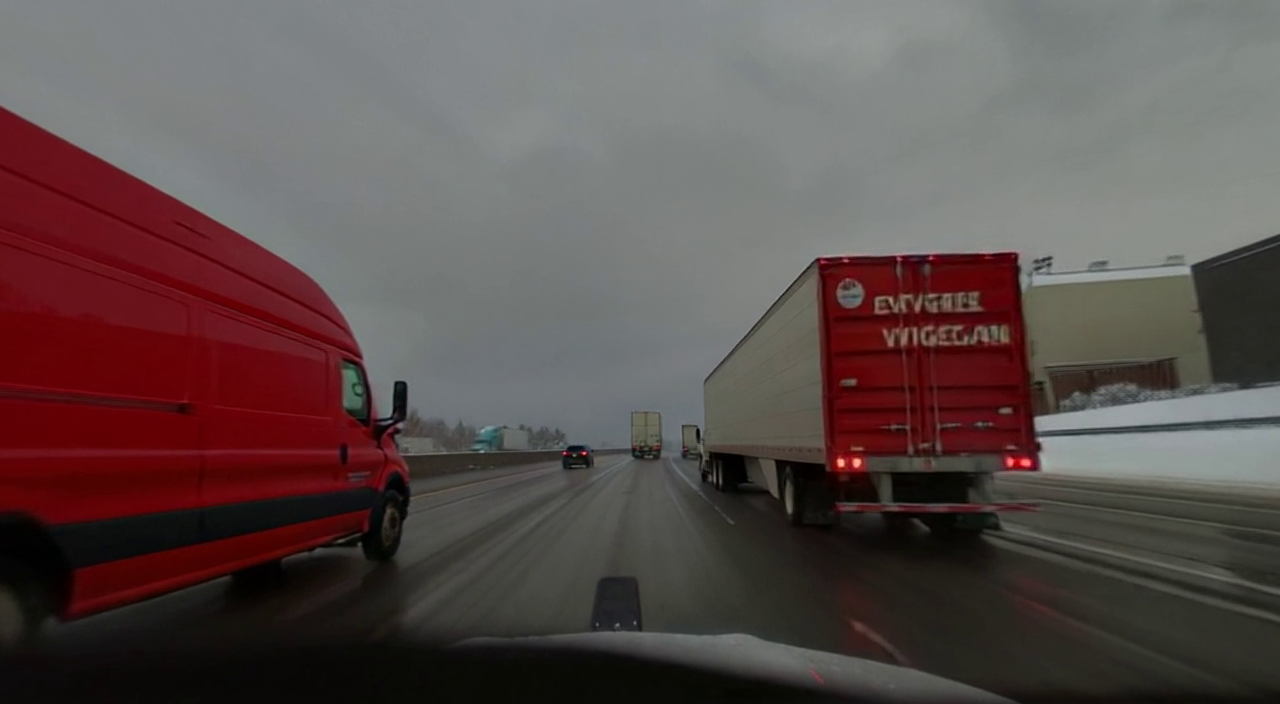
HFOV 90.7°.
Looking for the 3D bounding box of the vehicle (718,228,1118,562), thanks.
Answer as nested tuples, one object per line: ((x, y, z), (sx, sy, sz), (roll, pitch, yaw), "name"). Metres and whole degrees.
((4.060, 1.424, 14.187), (2.951, 3.974, 13.340), (-1, -9, 0), "vehicle")

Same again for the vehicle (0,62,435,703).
((-3.809, 0.607, 4.441), (2.557, 2.855, 6.674), (0, -9, -1), "vehicle")

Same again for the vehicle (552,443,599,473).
((-3.409, 5.718, 34.318), (2.024, 1.472, 4.014), (-1, -9, 2), "vehicle")
